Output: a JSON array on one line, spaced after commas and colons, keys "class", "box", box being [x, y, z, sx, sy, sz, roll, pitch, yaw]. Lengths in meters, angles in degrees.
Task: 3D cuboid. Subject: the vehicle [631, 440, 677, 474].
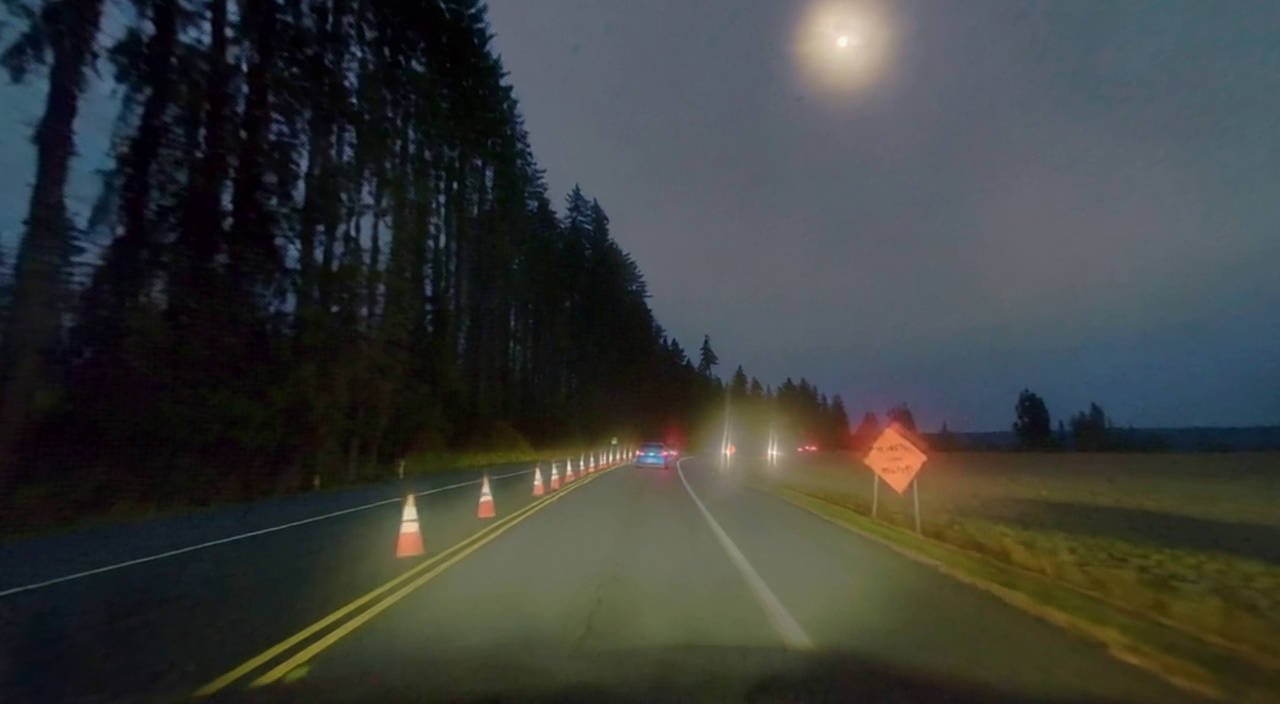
[{"class": "vehicle", "box": [0.661, 4.945, 29.796, 2.042, 1.489, 3.963, 0, -9, 2]}]
